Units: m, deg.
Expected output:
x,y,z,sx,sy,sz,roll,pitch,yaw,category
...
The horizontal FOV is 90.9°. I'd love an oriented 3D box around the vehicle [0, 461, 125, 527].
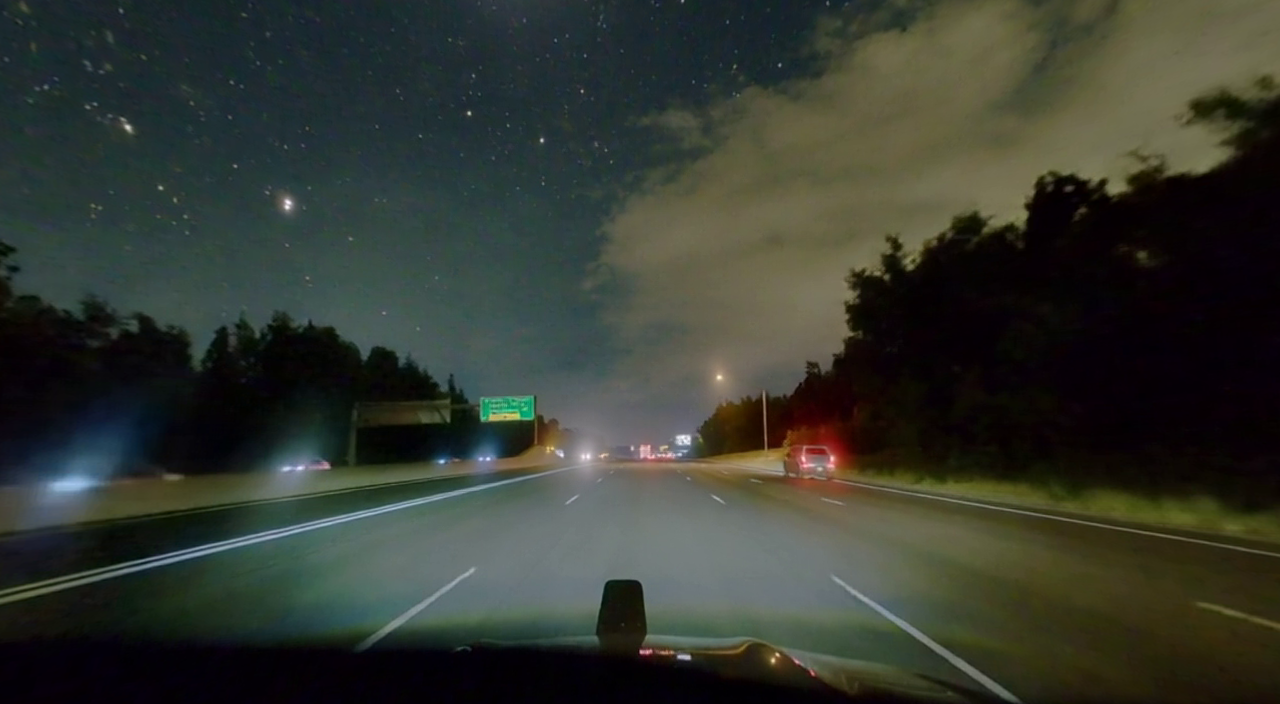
x,y,z,sx,sy,sz,roll,pitch,yaw,category
-16.122,3.594,16.188,1.982,1.464,4.481,0,-9,-1,vehicle
